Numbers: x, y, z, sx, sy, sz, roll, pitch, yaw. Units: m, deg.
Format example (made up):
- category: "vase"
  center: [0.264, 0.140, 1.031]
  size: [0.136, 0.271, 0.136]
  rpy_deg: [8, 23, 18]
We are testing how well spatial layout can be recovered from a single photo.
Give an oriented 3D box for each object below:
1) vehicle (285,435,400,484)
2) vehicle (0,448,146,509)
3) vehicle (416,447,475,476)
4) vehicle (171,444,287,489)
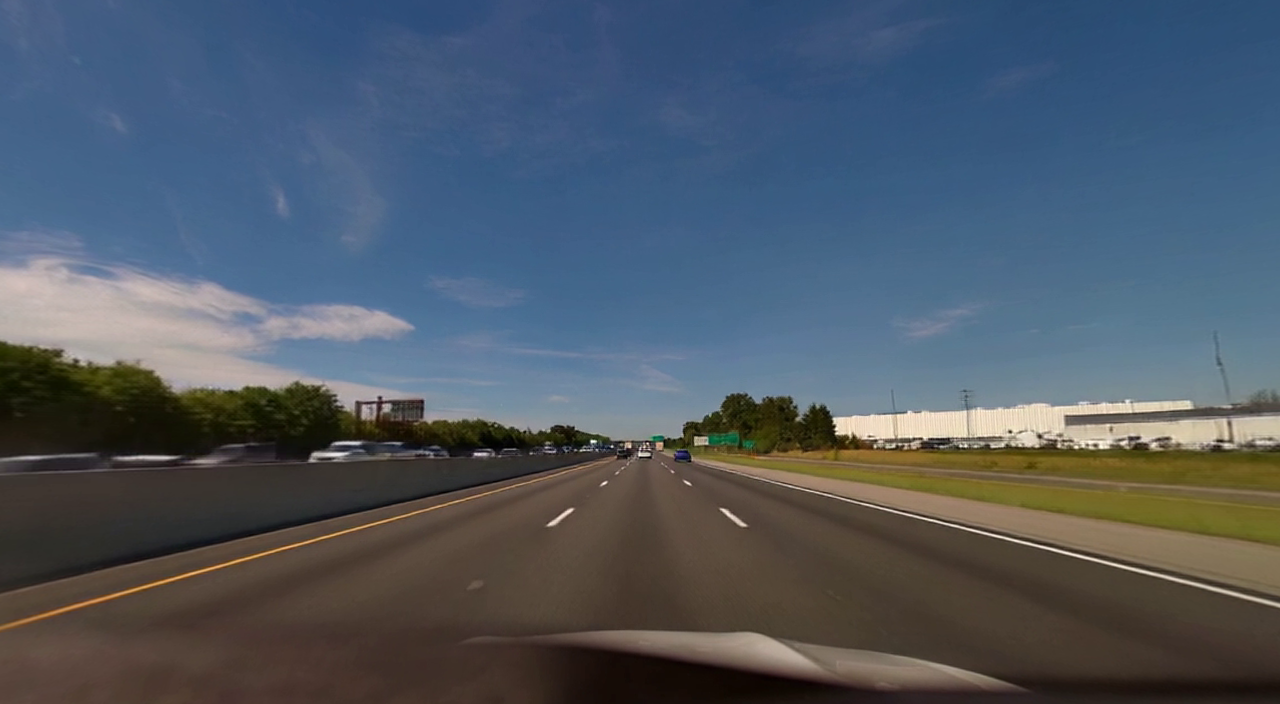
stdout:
- category: "vehicle"
  center: [-11.571, 4.233, 25.038]
  size: [2.060, 1.730, 5.120]
  rpy_deg: [0, -9, 0]
- category: "vehicle"
  center: [-16.106, 3.314, 16.935]
  size: [1.940, 1.436, 4.528]
  rpy_deg: [0, -9, 0]
- category: "vehicle"
  center: [-10.820, 6.104, 35.350]
  size: [1.930, 1.455, 4.135]
  rpy_deg: [-1, -9, 1]
- category: "vehicle"
  center: [-16.050, 4.477, 24.870]
  size: [1.892, 1.588, 3.811]
  rpy_deg: [-1, -9, 1]
